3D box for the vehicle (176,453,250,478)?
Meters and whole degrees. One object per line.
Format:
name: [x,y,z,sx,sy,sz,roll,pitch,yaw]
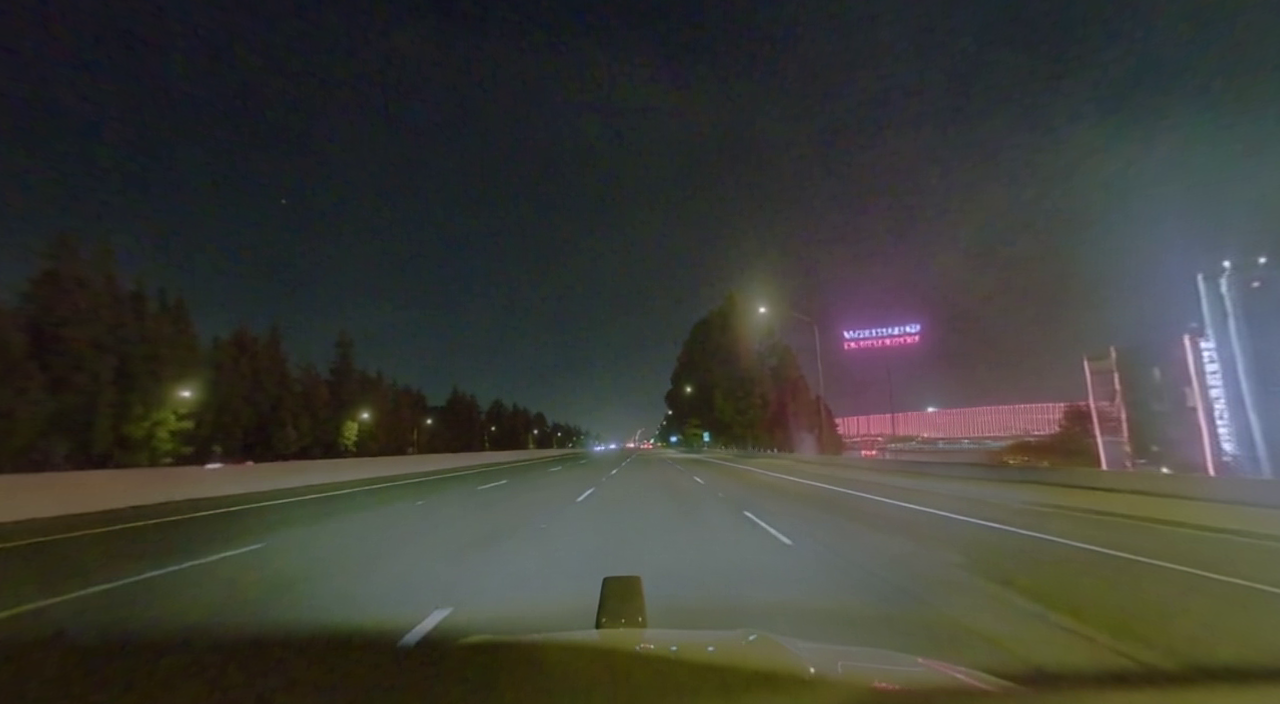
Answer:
vehicle: [-27.917,7.403,41.432,1.769,1.485,4.336,0,-8,1]
